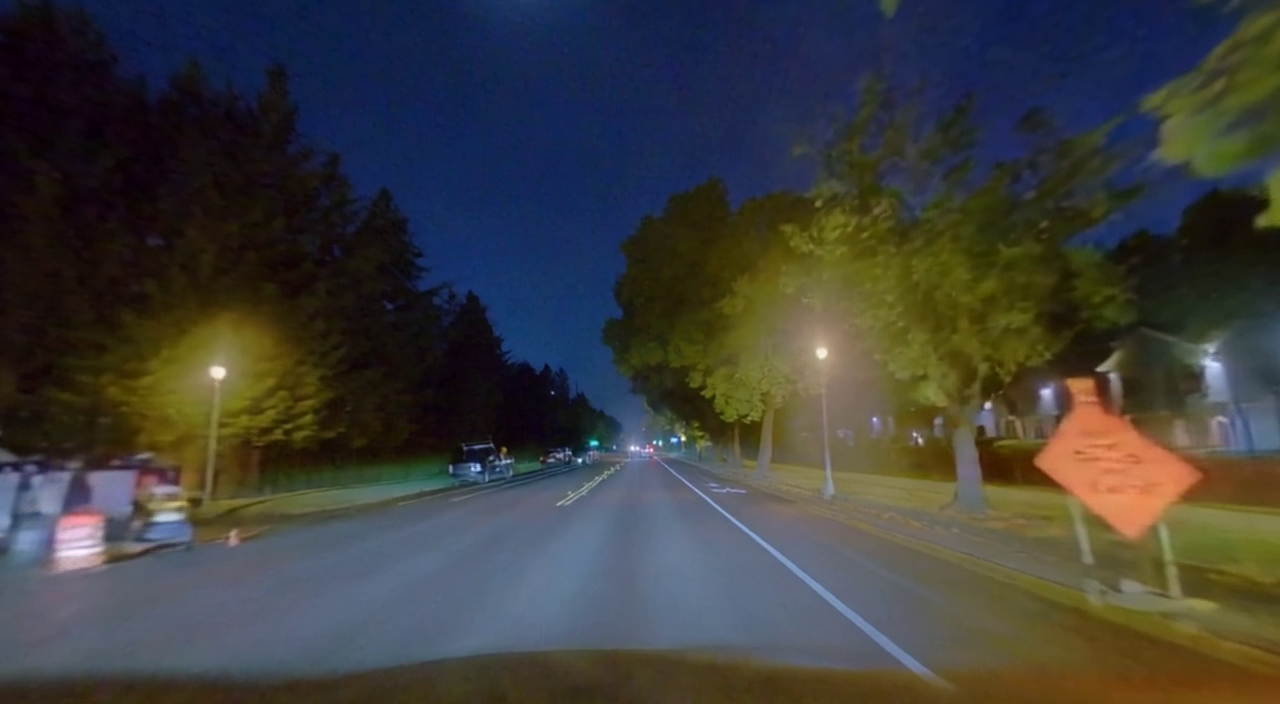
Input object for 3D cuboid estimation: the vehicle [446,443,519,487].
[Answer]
[{"bbox_3d":[-8.199,5.870,33.384,2.422,1.855,6.165,-4,-7,-2],"label":"vehicle"}]
